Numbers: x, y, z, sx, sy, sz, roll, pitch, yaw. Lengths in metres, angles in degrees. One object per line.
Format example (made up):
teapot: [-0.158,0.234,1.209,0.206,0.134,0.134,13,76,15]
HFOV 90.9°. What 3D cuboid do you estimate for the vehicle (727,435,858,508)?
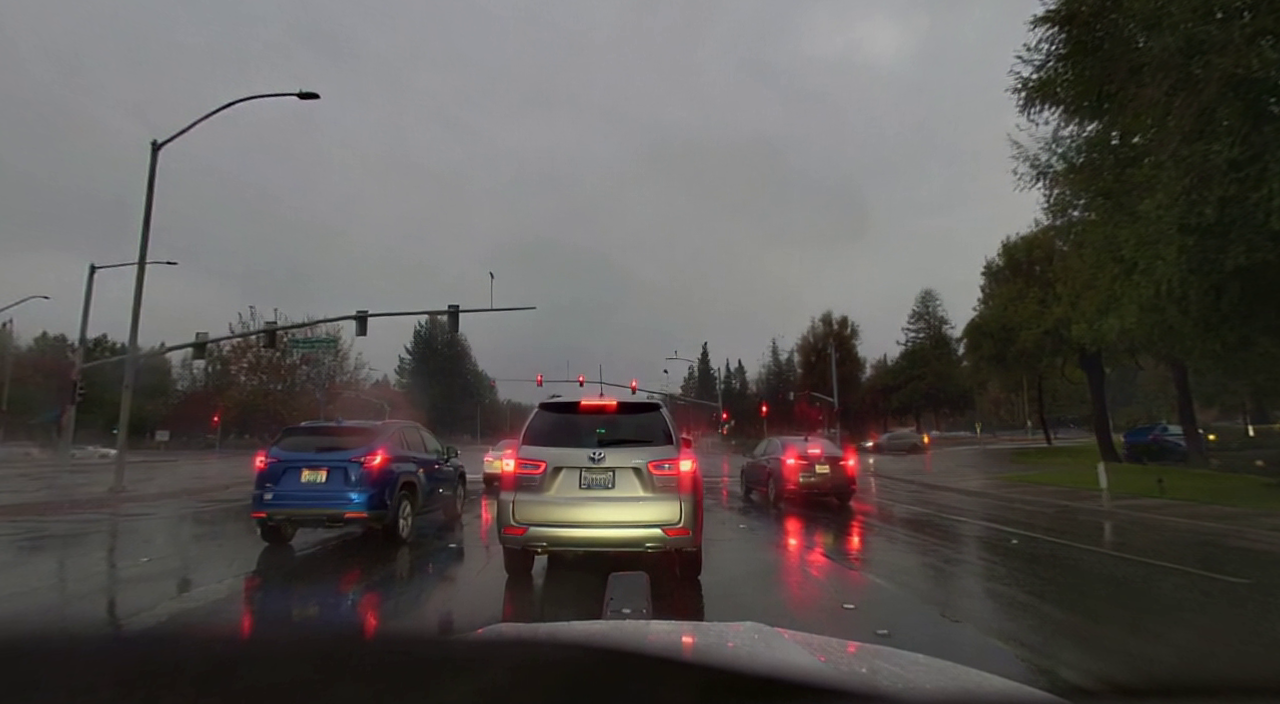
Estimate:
vehicle: [3.429,2.774,15.130,2.121,1.494,4.208,0,-8,0]

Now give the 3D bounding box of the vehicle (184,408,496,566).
vehicle: [-3.724,1.775,9.052,2.160,1.666,4.583,0,-8,1]

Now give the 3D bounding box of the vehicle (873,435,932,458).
vehicle: [19.988,7.198,47.924,4.361,1.653,2.034,6,-10,-35]

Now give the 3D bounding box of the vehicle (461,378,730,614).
vehicle: [-0.340,1.429,7.108,2.064,1.817,4.298,0,-8,0]

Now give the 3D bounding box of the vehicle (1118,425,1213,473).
vehicle: [19.257,3.524,23.027,4.215,1.578,1.892,8,-11,-41]
